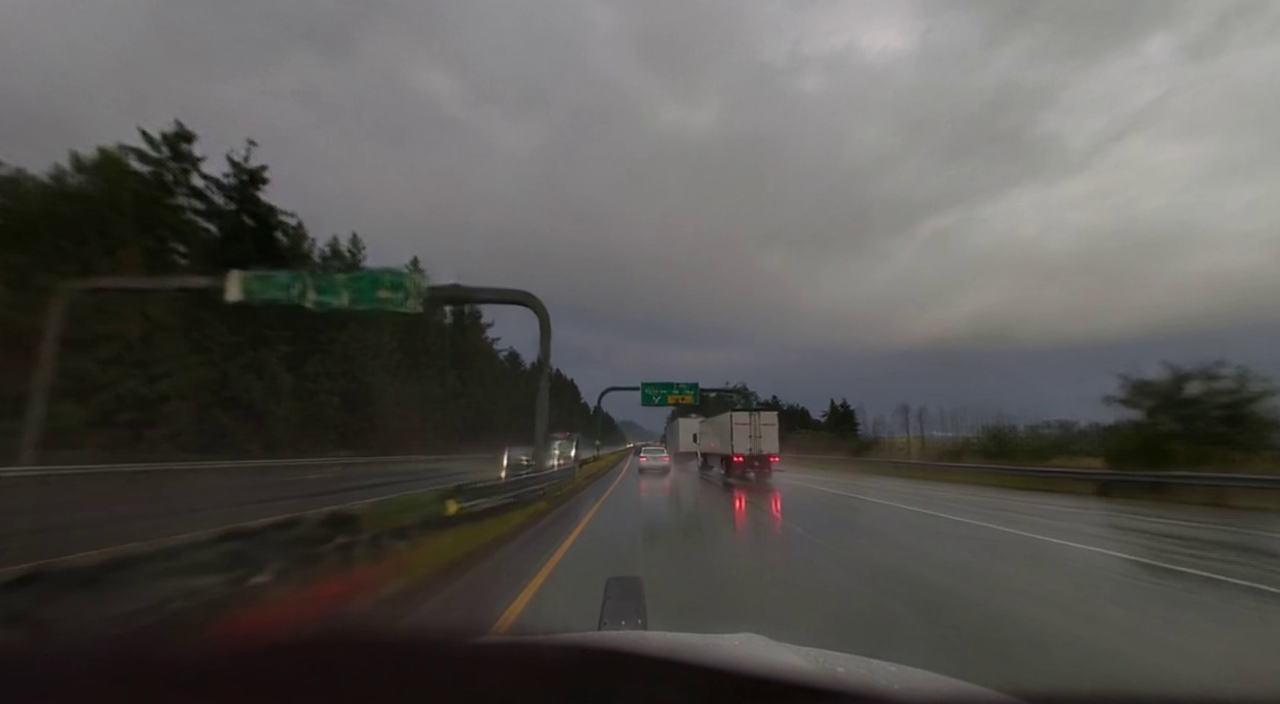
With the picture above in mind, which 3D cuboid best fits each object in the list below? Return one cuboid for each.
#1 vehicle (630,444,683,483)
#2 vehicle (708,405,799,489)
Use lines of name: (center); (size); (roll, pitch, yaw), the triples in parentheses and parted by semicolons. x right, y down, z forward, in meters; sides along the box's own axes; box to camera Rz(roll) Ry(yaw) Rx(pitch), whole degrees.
vehicle: (0.629, 4.720, 26.985); (2.069, 1.523, 4.012); (0, -9, -1)
vehicle: (4.890, 4.303, 28.677); (2.600, 3.282, 7.635); (0, -9, -1)
